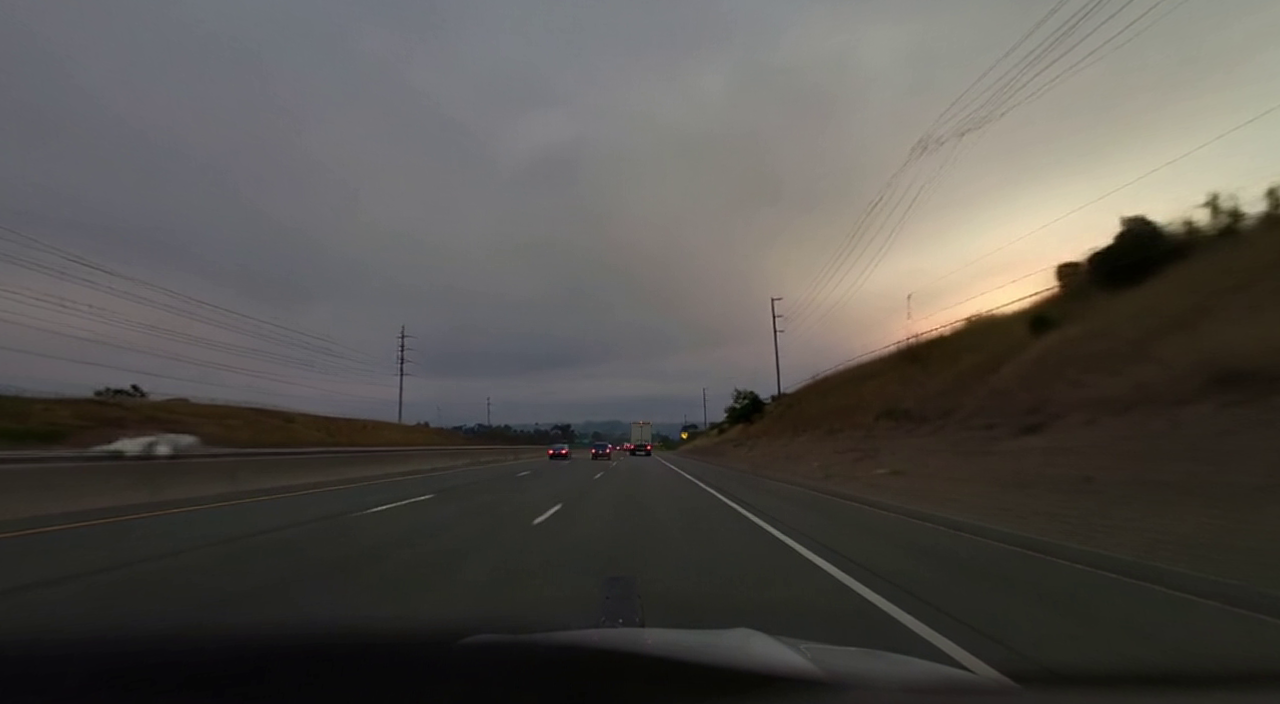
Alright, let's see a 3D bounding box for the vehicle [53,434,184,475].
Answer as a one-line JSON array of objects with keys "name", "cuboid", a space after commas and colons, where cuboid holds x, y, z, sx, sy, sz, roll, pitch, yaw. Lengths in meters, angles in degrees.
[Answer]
[{"name": "vehicle", "cuboid": [-22.891, 4.515, 27.977, 1.946, 1.647, 4.495, 0, -9, 1]}]
